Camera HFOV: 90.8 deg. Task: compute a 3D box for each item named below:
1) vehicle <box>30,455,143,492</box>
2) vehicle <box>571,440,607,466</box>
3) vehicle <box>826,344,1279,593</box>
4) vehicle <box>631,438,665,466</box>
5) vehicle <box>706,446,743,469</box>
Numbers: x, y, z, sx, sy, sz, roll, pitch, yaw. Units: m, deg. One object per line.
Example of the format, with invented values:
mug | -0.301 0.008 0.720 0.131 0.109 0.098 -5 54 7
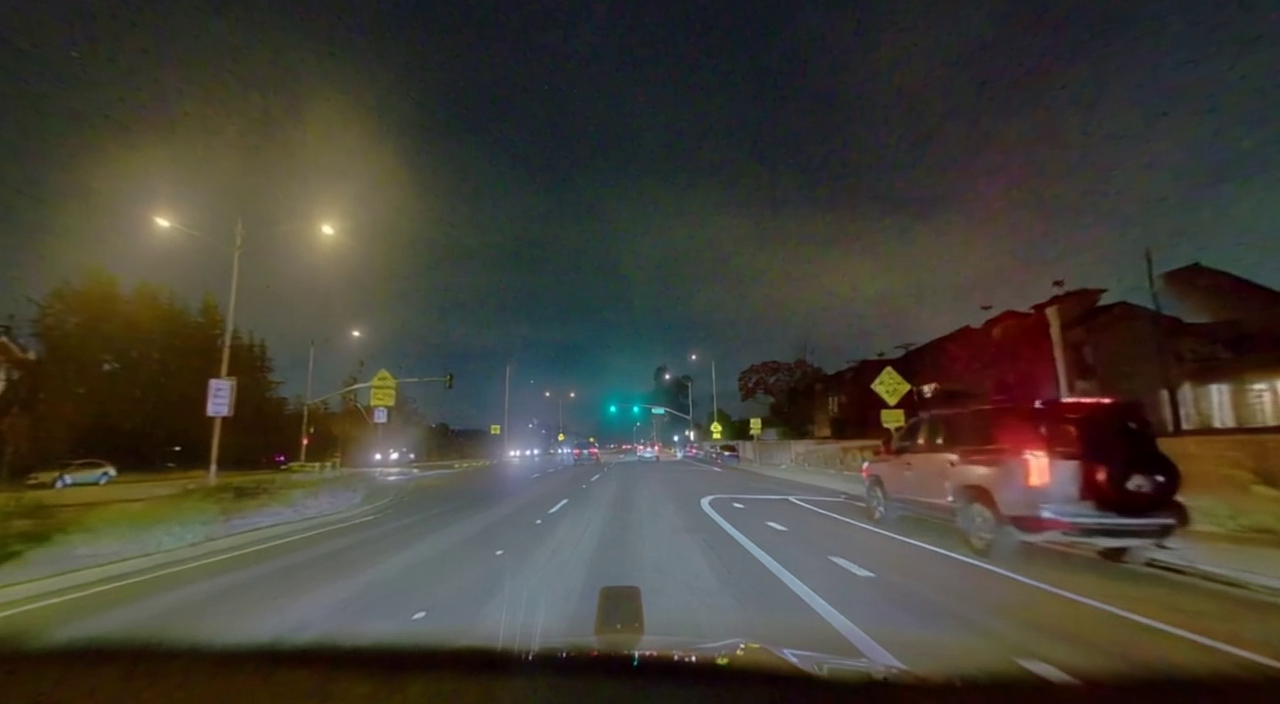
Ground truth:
vehicle | -25.878 5.663 29.746 1.796 1.511 3.879 0 -9 0
vehicle | -3.668 7.317 45.912 2.233 1.775 4.491 0 -9 0
vehicle | 5.512 1.653 9.910 2.763 2.329 7.864 0 -8 0
vehicle | 0.522 7.189 45.489 2.273 1.851 5.075 0 -9 -1
vehicle | 5.686 7.144 42.973 1.836 1.442 4.247 0 -9 -1
